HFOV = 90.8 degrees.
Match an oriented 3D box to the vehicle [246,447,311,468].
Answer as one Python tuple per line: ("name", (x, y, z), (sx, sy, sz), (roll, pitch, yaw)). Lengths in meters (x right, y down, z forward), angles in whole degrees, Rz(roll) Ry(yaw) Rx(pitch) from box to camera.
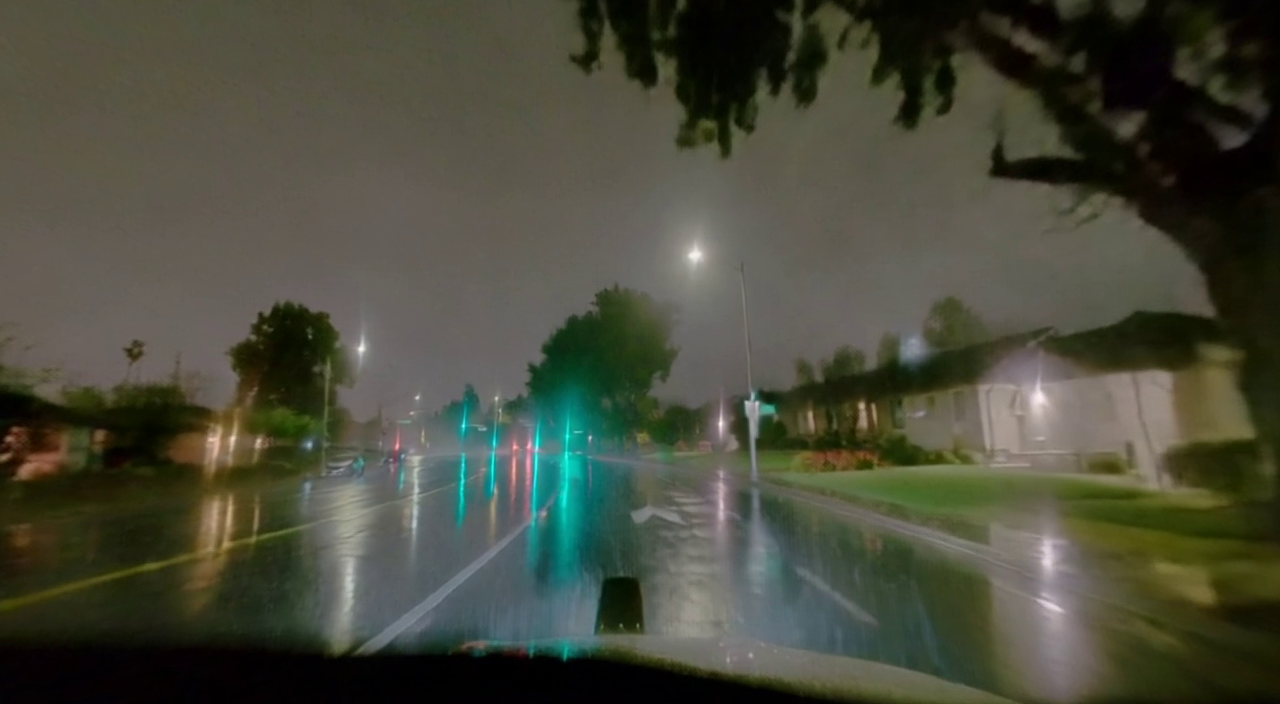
("vehicle", (-28.160, 8.235, 49.306), (4.024, 1.515, 1.857), (2, -8, -16))

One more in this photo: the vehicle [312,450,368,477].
("vehicle", (-18.062, 6.707, 38.276), (1.911, 1.436, 4.554), (1, -8, -11))
